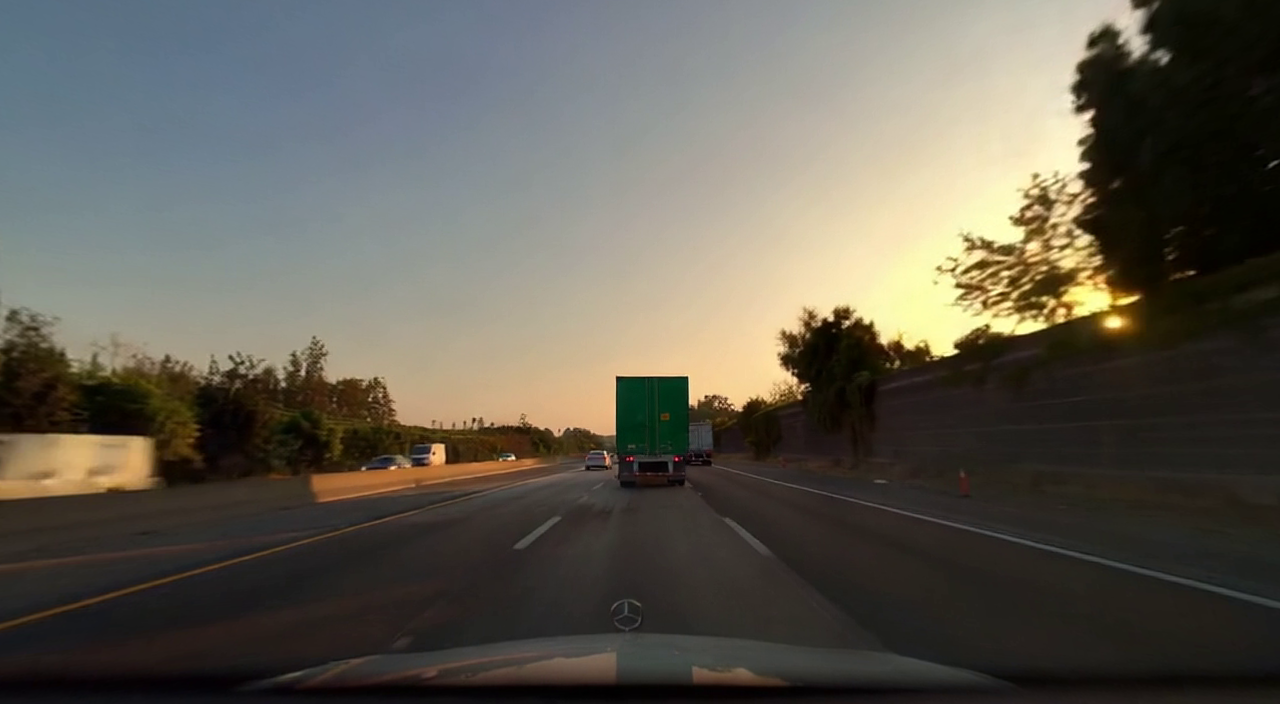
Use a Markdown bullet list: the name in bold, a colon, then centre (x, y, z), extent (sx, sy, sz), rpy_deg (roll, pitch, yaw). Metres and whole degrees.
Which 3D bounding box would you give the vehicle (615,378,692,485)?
- **vehicle**: centre (0.537, 3.883, 29.718), extent (2.932, 4.042, 11.054), rpy_deg (0, -9, 0)

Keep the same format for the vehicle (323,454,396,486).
- **vehicle**: centre (-15.040, 6.317, 34.098), extent (2.065, 1.554, 3.966), rpy_deg (0, -9, 0)

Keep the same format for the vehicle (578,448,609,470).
- **vehicle**: centre (-3.440, 8.026, 47.558), extent (2.012, 1.520, 4.227), rpy_deg (0, -9, 0)
